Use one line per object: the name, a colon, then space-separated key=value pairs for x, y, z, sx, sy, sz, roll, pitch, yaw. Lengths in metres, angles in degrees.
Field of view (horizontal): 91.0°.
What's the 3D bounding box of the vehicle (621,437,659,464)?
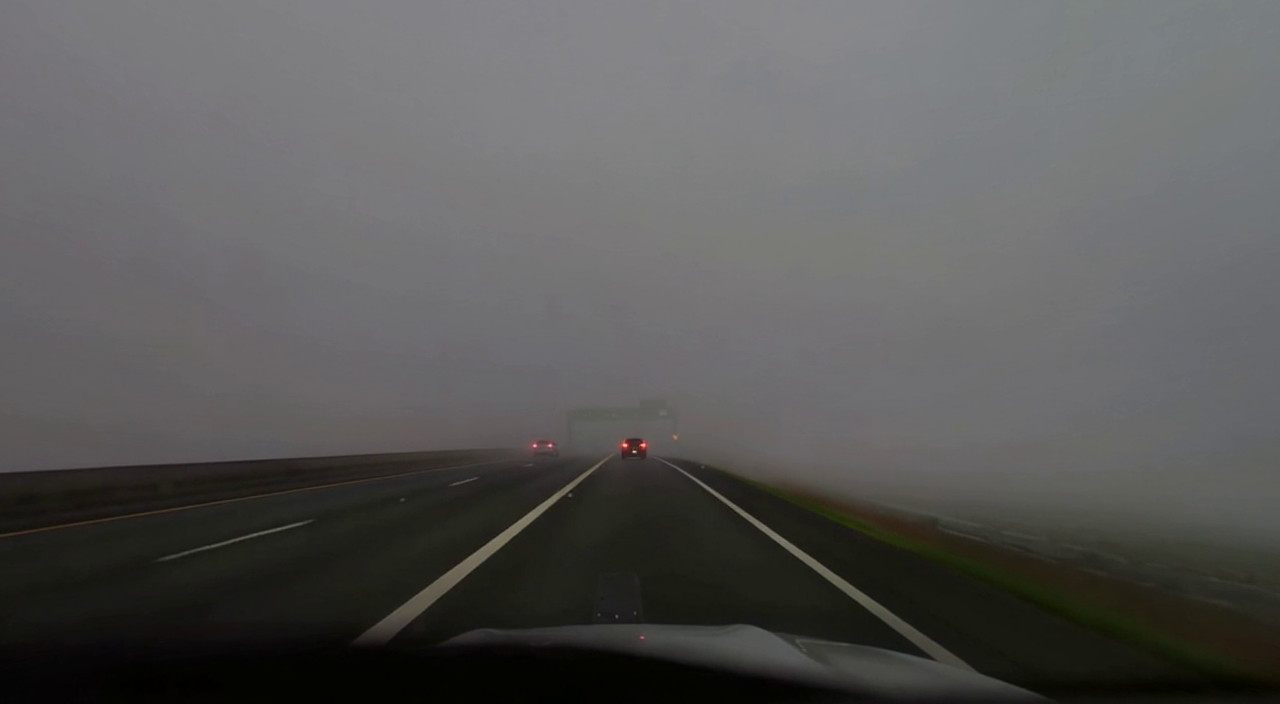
vehicle: x=-0.050 y=5.619 z=36.171 sx=2.072 sy=1.440 sz=3.690 roll=0 pitch=-8 yaw=-1
